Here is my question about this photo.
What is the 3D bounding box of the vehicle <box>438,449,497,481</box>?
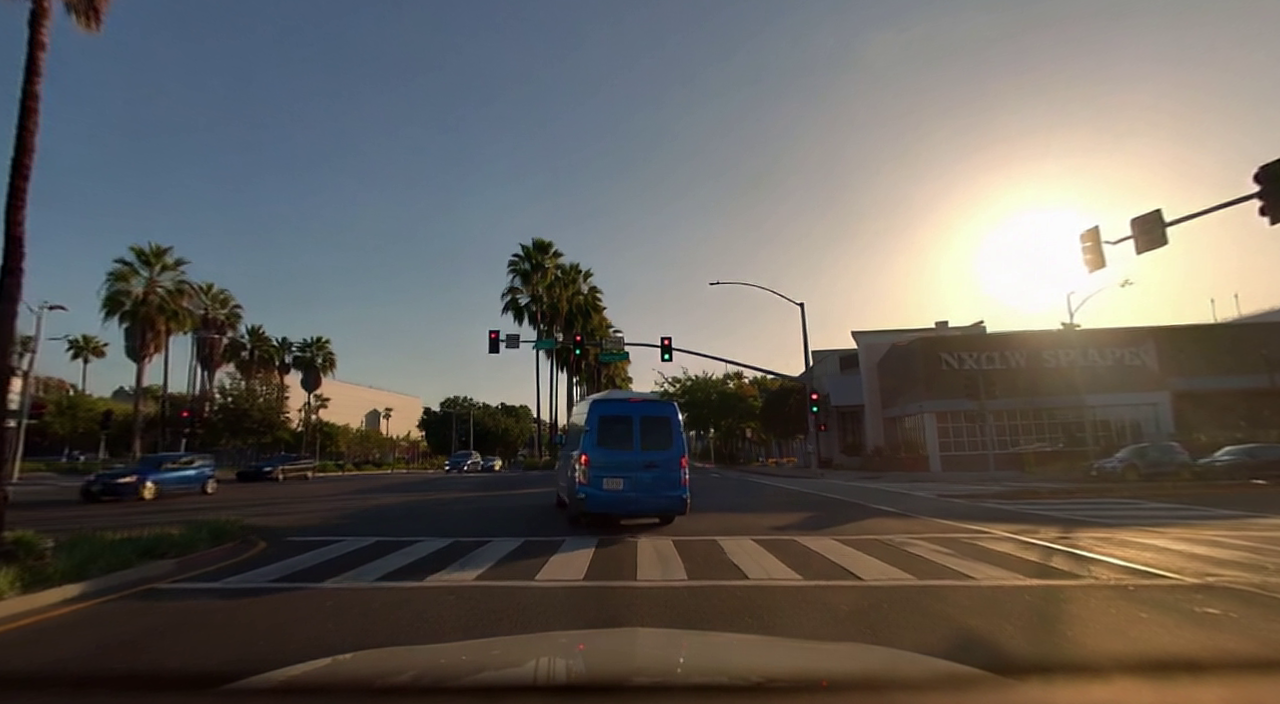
[{"bbox_3d":[-9.716,6.375,36.051,2.074,1.681,4.417,0,-9,0],"label":"vehicle"}]

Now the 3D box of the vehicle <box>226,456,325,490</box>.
[{"bbox_3d":[-17.487,5.800,30.604,1.874,1.467,4.768,0,-9,1],"label":"vehicle"}]

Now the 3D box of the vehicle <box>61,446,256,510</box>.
[{"bbox_3d":[-14.282,3.727,19.222,2.074,1.671,4.755,0,-9,2],"label":"vehicle"}]

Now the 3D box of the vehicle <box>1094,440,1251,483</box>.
[{"bbox_3d":[22.214,4.566,26.505,4.533,1.676,2.236,0,-9,-1],"label":"vehicle"}]
